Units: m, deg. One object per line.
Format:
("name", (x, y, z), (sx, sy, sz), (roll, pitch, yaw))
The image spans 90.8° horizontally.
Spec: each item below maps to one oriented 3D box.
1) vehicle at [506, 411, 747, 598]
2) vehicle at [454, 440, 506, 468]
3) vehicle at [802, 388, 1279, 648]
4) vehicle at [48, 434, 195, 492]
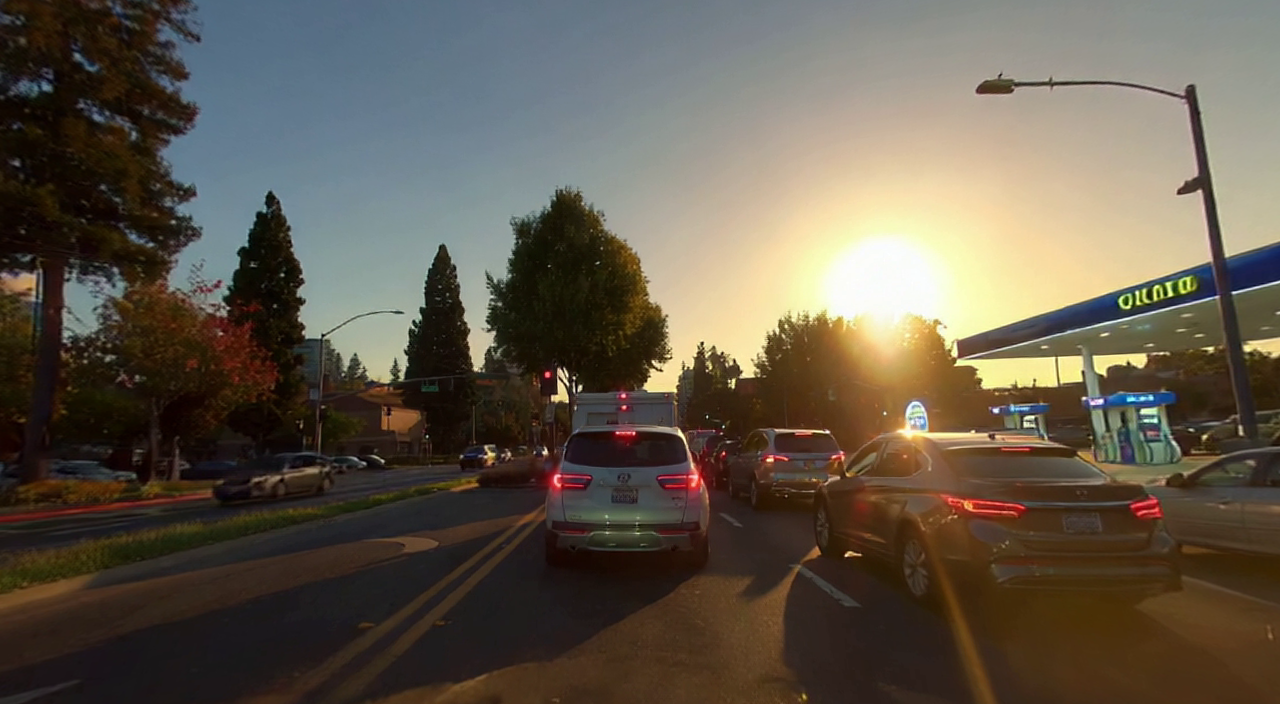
("vehicle", (-0.155, 1.614, 7.464), (2.106, 1.613, 3.697), (0, -9, -1))
("vehicle", (-10.934, 7.007, 43.647), (2.190, 1.778, 5.033), (-1, -9, 1))
("vehicle", (3.361, 1.421, 6.472), (2.056, 1.700, 4.399), (0, -9, -2))
("vehicle", (-26.960, 5.774, 33.293), (2.571, 2.711, 6.027), (0, -9, 0))
